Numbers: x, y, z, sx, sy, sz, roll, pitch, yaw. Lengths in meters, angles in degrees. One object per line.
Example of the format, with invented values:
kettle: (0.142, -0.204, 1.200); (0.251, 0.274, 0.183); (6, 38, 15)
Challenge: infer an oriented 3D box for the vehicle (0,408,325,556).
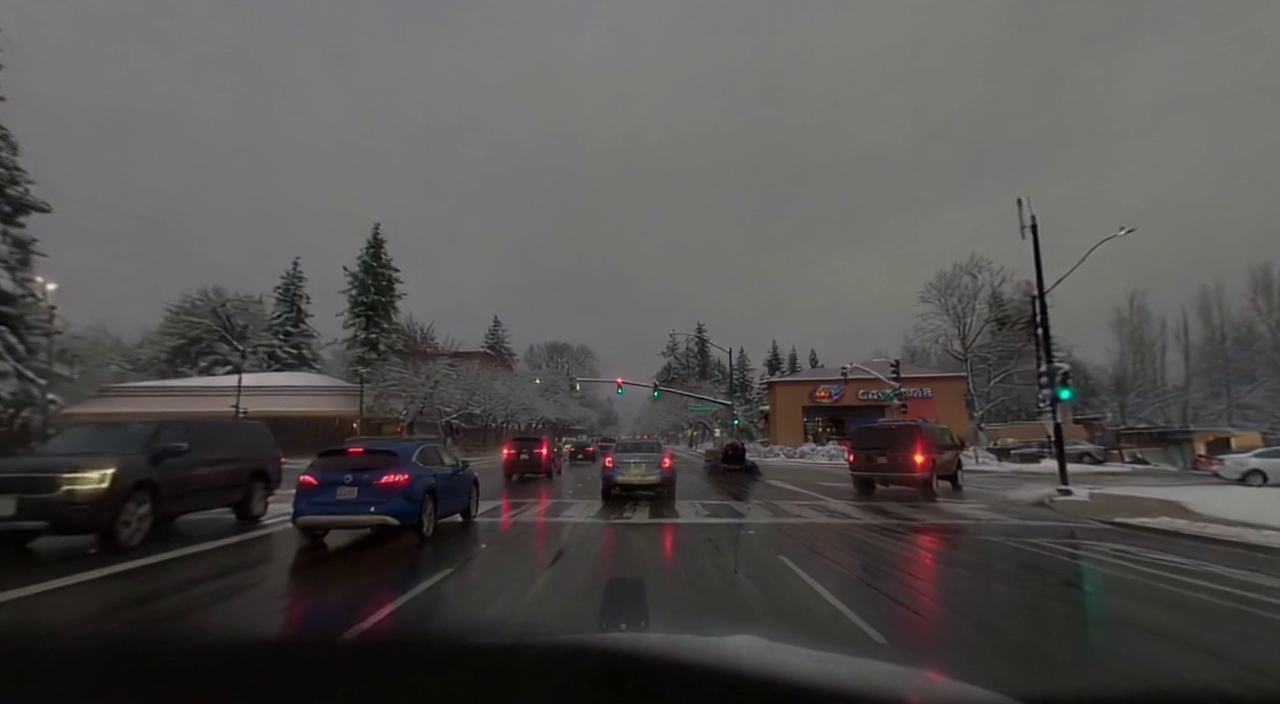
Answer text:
vehicle: (-7.359, 1.939, 10.130); (2.105, 1.802, 4.712); (0, -8, 0)

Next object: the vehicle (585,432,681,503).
vehicle: (-0.182, 2.881, 16.085); (2.121, 1.563, 4.031); (0, -8, -1)

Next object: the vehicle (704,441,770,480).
vehicle: (3.950, 4.469, 26.351); (1.979, 1.485, 4.207); (0, -8, -2)

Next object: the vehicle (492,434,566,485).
vehicle: (-3.975, 3.907, 23.198); (1.983, 1.685, 3.997); (0, -8, 0)

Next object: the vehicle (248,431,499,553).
vehicle: (-3.853, 2.091, 10.241); (1.992, 1.493, 4.688); (0, -8, 0)

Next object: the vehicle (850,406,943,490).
vehicle: (10.677, 4.009, 26.503); (2.613, 3.281, 2.673); (1, -8, -1)
